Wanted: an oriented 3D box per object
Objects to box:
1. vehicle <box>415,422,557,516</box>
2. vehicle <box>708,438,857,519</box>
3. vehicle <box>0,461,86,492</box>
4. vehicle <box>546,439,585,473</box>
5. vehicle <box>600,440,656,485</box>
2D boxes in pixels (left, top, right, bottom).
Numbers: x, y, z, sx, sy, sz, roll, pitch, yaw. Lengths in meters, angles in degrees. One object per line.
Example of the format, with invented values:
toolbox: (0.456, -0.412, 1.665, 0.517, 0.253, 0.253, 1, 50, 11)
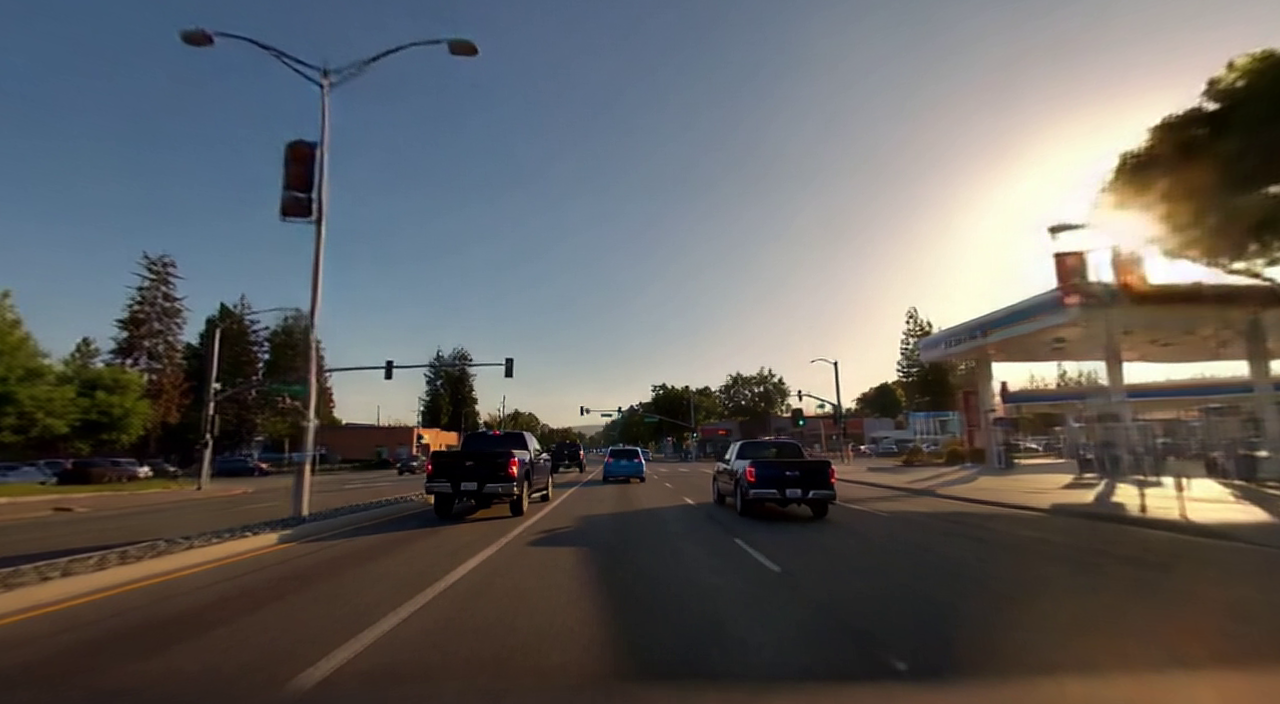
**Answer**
vehicle: (-3.519, 2.808, 15.808, 2.195, 1.905, 5.634, 0, -8, -1)
vehicle: (2.878, 2.675, 13.956, 2.061, 1.487, 4.462, 0, -8, -3)
vehicle: (-36.016, 7.323, 37.265, 1.929, 1.636, 4.589, -7, -11, 38)
vehicle: (-4.839, 6.661, 40.827, 2.321, 2.026, 5.307, 1, -9, -7)
vehicle: (-0.499, 4.349, 25.134, 2.029, 1.605, 3.827, 0, -8, -2)
